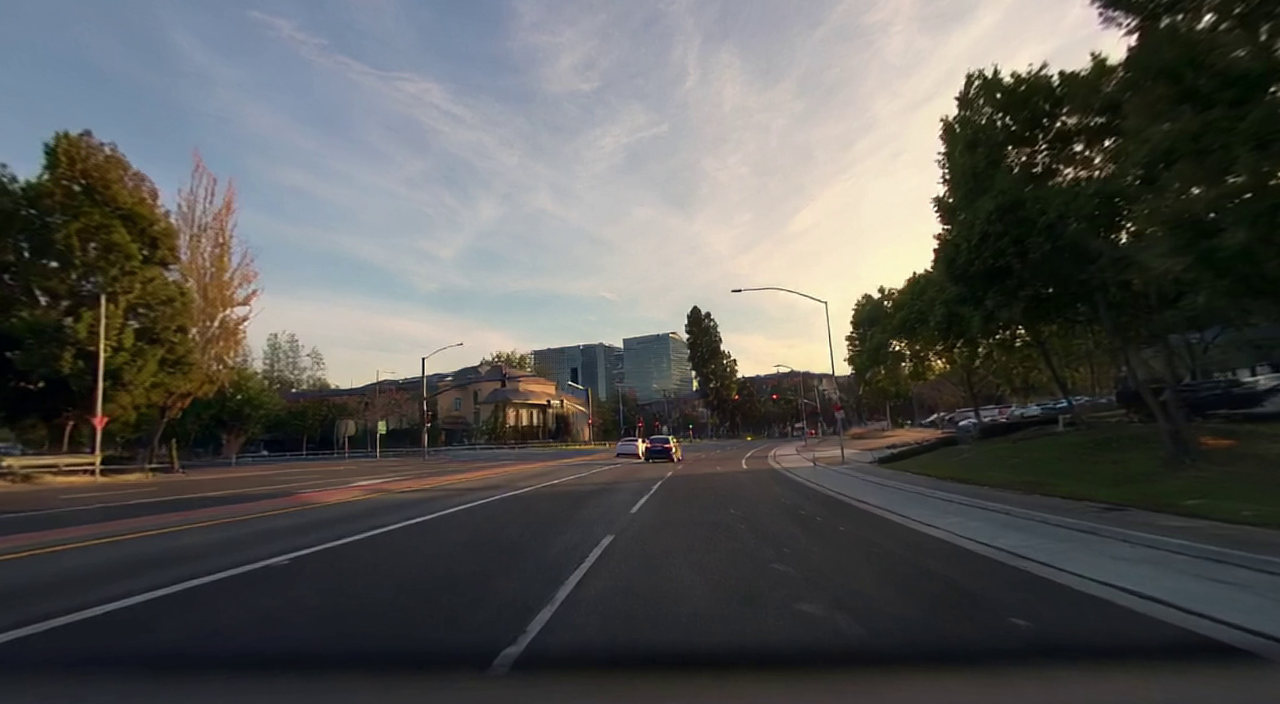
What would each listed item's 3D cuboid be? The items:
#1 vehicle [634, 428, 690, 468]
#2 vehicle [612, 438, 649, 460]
[{"bbox_3d":[1.281,5.131,33.768,2.356,1.931,4.840,-2,-9,9],"label":"vehicle"},{"bbox_3d":[-0.620,6.993,45.695,1.952,1.472,4.312,-2,-9,10],"label":"vehicle"}]
